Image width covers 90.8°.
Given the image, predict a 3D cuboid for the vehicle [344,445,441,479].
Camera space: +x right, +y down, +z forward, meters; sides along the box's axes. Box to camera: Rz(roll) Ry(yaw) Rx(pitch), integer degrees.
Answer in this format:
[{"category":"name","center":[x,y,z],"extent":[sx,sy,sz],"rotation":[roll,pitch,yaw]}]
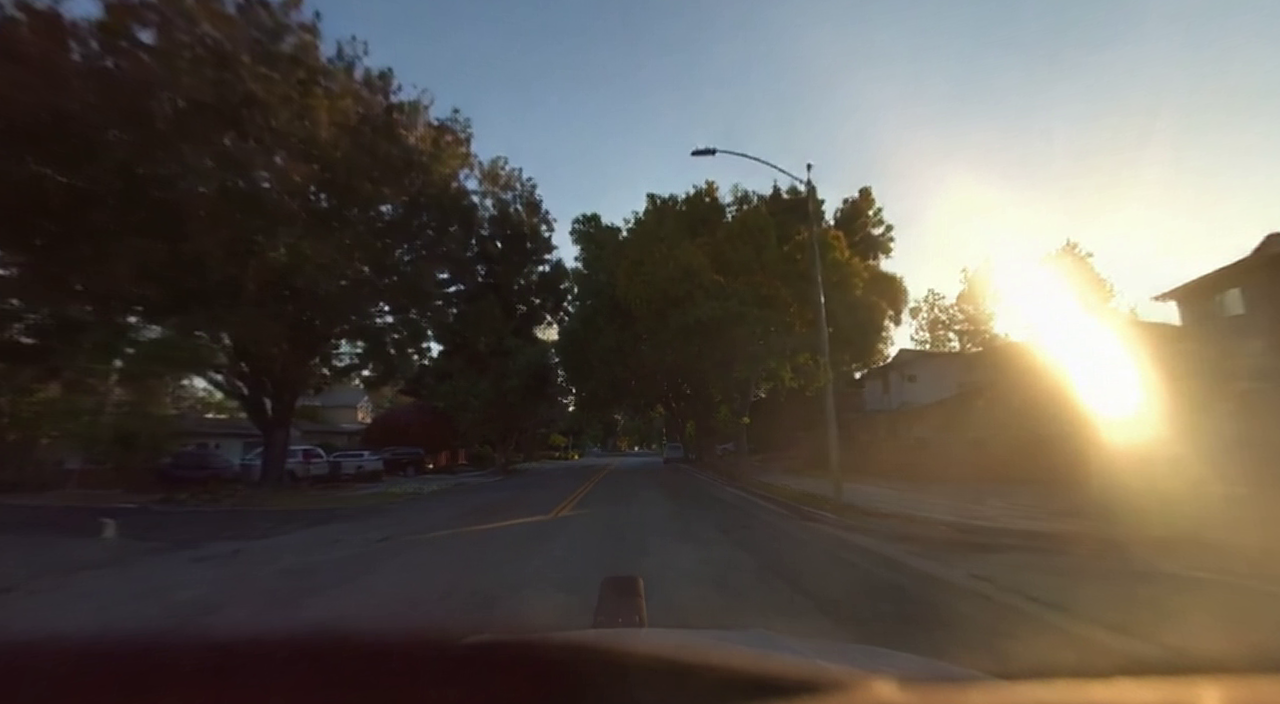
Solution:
[{"category":"vehicle","center":[-14.235,6.317,36.300],"extent":[5.275,1.807,2.279],"rotation":[-5,-10,29]}]

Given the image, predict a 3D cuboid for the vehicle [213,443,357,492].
[{"category":"vehicle","center":[-14.923,4.828,26.831],"extent":[2.066,1.852,4.782],"rotation":[-6,-10,33]}]
